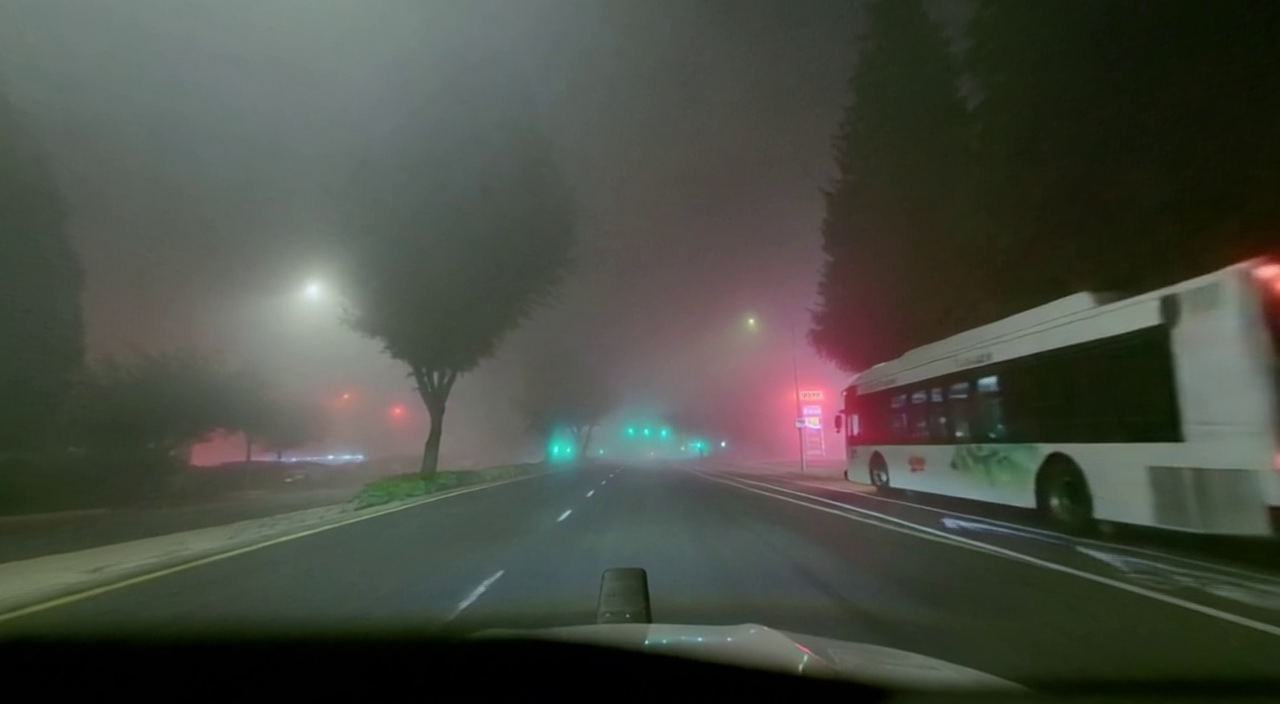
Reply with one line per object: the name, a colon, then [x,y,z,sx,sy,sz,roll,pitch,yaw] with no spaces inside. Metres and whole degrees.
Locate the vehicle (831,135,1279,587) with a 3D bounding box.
vehicle: [8.171,0.883,12.710,4.582,4.678,12.589,0,-8,0]

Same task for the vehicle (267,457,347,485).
vehicle: [-21.128,7.555,40.312,2.114,1.602,4.824,-1,-9,6]

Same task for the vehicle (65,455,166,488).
vehicle: [-30.176,6.855,36.357,4.251,1.563,1.950,-3,-8,4]
